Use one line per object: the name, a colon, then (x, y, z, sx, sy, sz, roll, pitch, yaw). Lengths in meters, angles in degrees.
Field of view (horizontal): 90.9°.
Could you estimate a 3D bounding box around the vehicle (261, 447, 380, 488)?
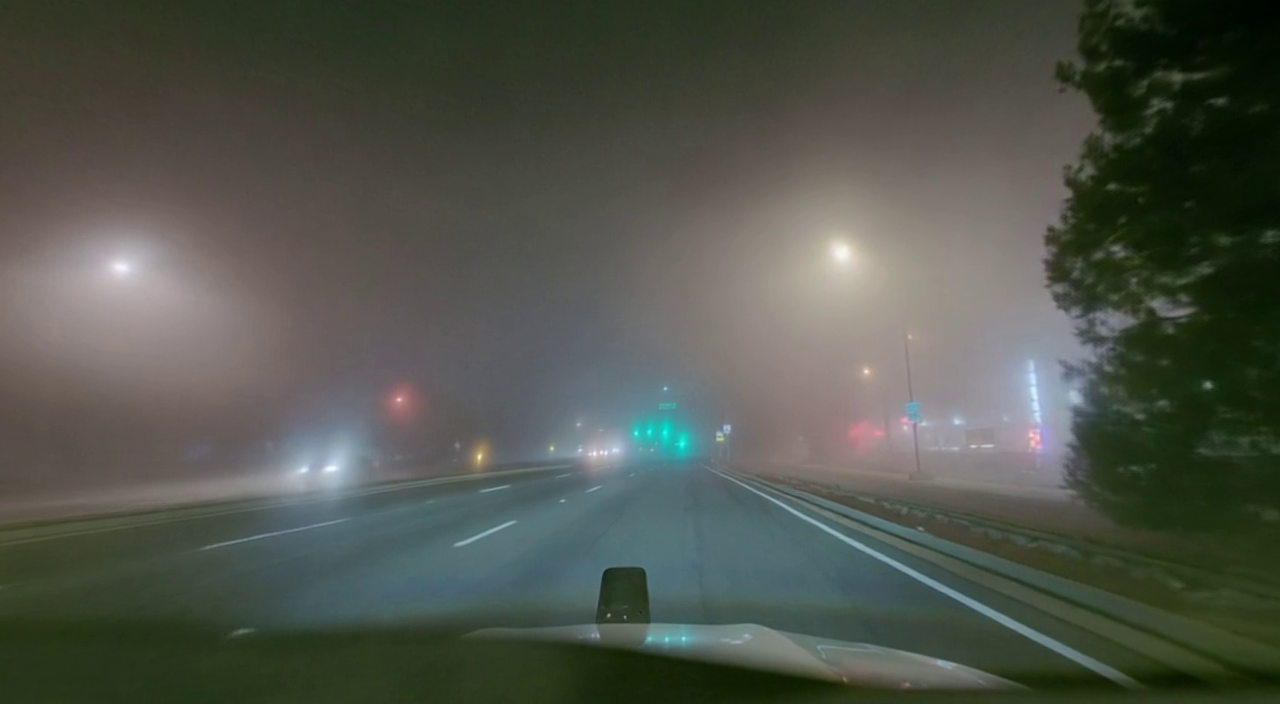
vehicle: (-12.719, 4.608, 25.513, 2.240, 1.452, 4.518, -1, -8, 4)
